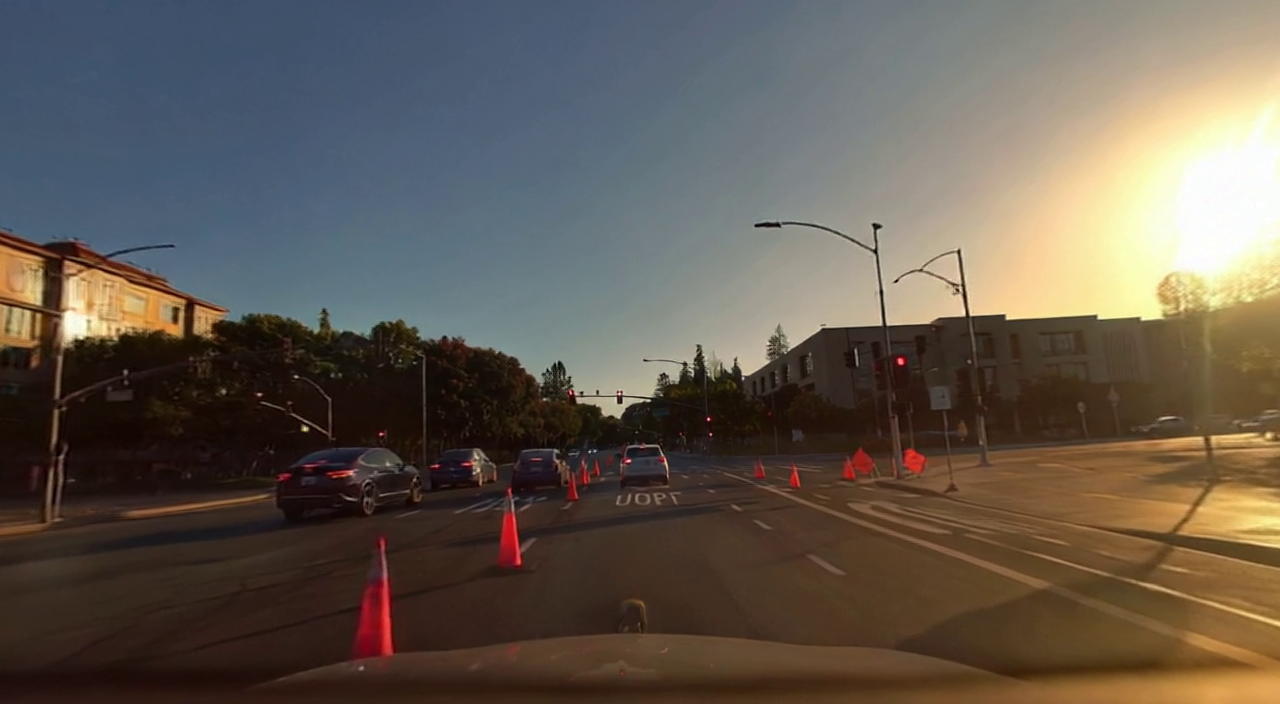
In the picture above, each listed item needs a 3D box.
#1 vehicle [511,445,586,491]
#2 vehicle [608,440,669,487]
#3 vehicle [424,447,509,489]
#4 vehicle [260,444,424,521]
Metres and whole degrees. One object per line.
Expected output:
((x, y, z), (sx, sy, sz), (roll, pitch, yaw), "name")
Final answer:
((-3.098, 3.999, 22.190), (1.946, 1.437, 4.154), (0, -8, 1), "vehicle")
((-0.036, 3.915, 22.538), (1.985, 1.521, 3.968), (0, -8, 0), "vehicle")
((-6.664, 4.482, 24.780), (2.074, 1.447, 4.224), (0, -8, 1), "vehicle")
((-6.839, 2.992, 15.077), (1.869, 1.570, 4.064), (0, -8, 1), "vehicle")
